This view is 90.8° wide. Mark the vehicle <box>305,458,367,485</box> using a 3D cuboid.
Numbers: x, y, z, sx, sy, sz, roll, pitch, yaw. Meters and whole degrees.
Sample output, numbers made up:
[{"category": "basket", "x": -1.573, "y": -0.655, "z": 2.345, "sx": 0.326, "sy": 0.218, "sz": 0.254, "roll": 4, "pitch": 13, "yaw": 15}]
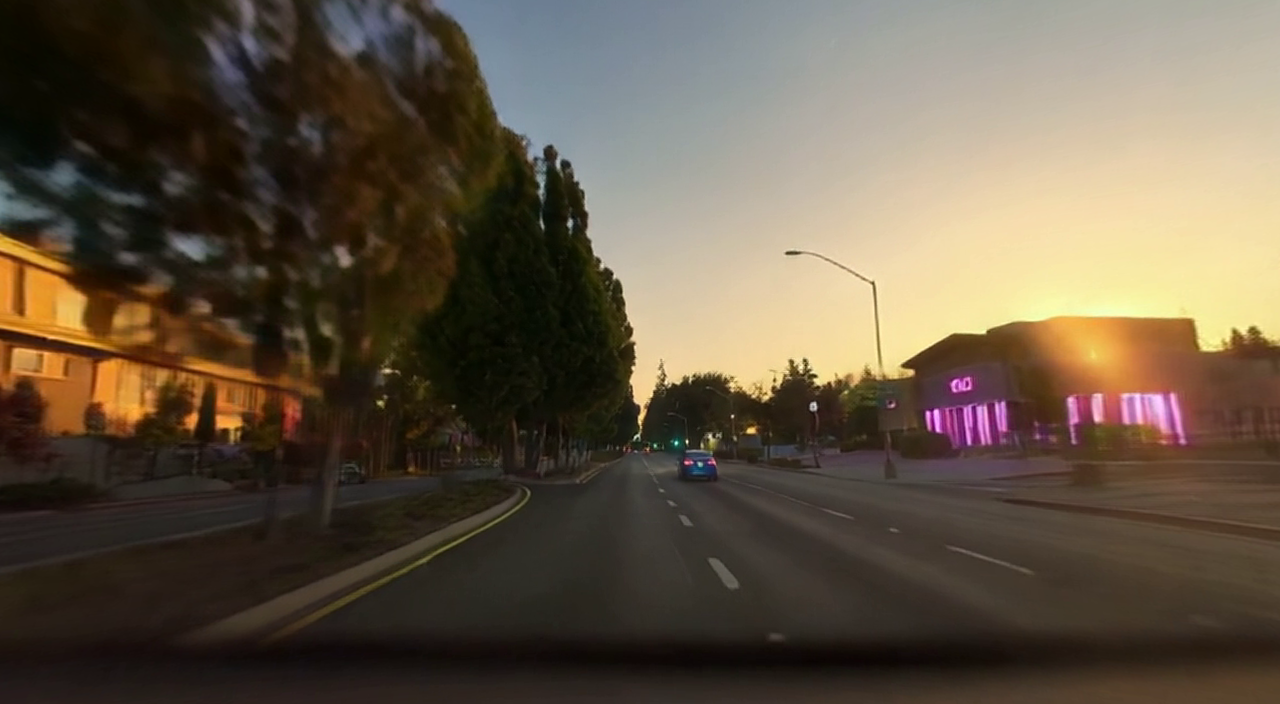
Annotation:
[{"category": "vehicle", "x": -20.013, "y": 7.869, "z": 41.789, "sx": 1.949, "sy": 1.610, "sz": 4.279, "roll": 1, "pitch": -9, "yaw": 0}]

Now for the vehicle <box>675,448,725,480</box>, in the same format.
[{"category": "vehicle", "x": 2.859, "y": 5.428, "z": 30.888, "sx": 1.929, "sy": 1.411, "sz": 4.284, "roll": 1, "pitch": -9, "yaw": -1}]
